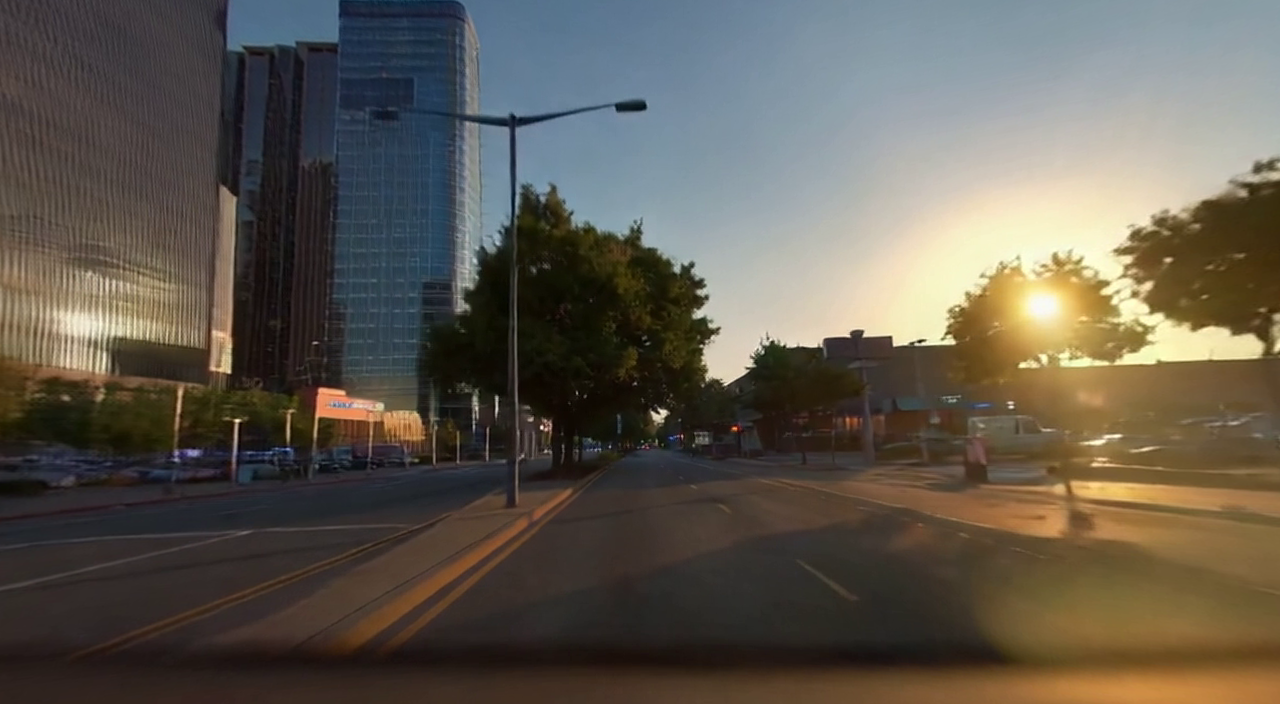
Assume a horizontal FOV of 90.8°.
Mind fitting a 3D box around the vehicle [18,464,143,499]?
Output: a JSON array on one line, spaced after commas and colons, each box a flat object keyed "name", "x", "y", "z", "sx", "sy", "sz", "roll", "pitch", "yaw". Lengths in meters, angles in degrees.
[{"name": "vehicle", "x": -27.492, "y": 6.312, "z": 31.149, "sx": 4.391, "sy": 1.476, "sz": 1.871, "roll": 8, "pitch": -12, "yaw": -42}]

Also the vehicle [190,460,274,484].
[{"name": "vehicle", "x": -27.164, "y": 7.957, "z": 42.134, "sx": 4.457, "sy": 1.425, "sz": 2.027, "roll": 6, "pitch": -11, "yaw": -36}]

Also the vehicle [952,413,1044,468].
[{"name": "vehicle", "x": 25.746, "y": 6.480, "z": 45.949, "sx": 2.724, "sy": 3.646, "sz": 7.111, "roll": 0, "pitch": -9, "yaw": 3}]

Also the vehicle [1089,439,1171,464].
[{"name": "vehicle", "x": 29.983, "y": 6.116, "z": 38.804, "sx": 1.748, "sy": 1.435, "sz": 3.949, "roll": 0, "pitch": -9, "yaw": -1}]

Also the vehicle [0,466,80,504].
[{"name": "vehicle", "x": -27.504, "y": 5.771, "z": 27.422, "sx": 4.633, "sy": 1.454, "sz": 1.909, "roll": 8, "pitch": -11, "yaw": -41}]

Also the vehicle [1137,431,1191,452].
[{"name": "vehicle", "x": 40.153, "y": 6.911, "z": 48.521, "sx": 1.961, "sy": 1.523, "sz": 4.094, "roll": -3, "pitch": -10, "yaw": 22}]
